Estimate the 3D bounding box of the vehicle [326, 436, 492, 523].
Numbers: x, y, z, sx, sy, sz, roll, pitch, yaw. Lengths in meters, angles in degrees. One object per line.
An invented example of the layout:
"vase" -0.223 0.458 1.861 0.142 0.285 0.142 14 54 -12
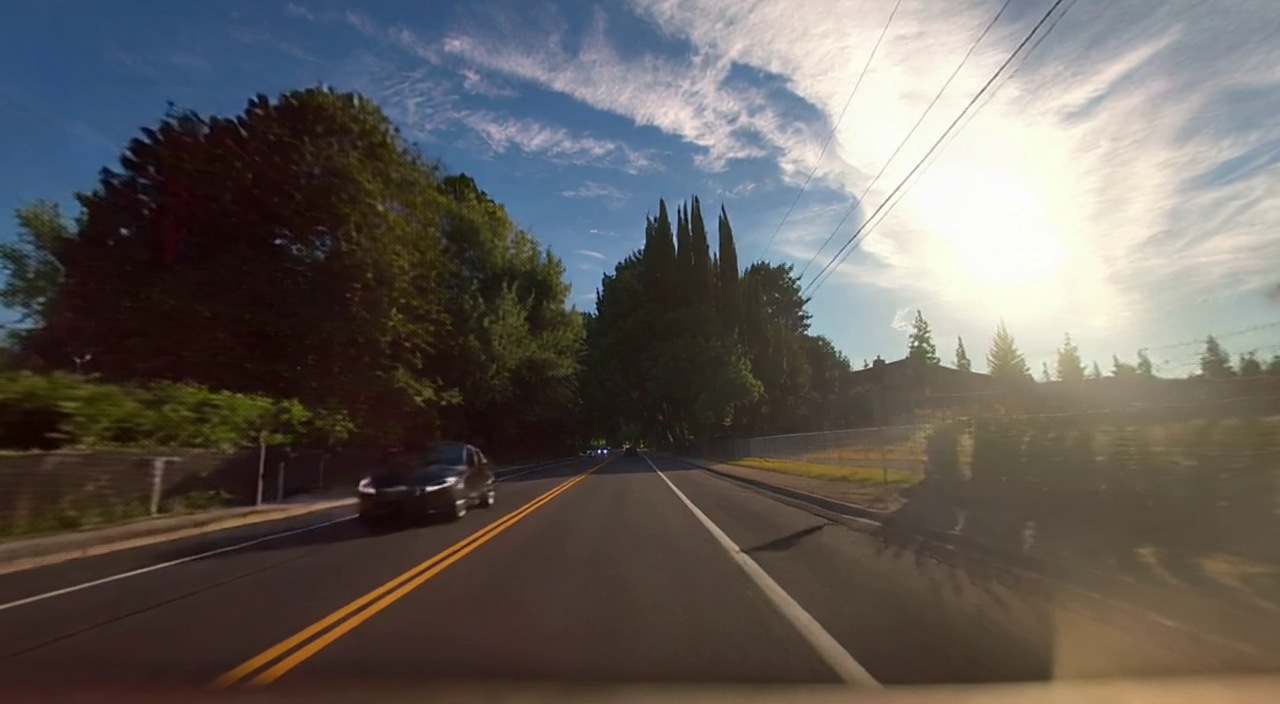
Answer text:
"vehicle" -5.064 2.851 14.709 2.129 1.664 4.528 0 -9 0
